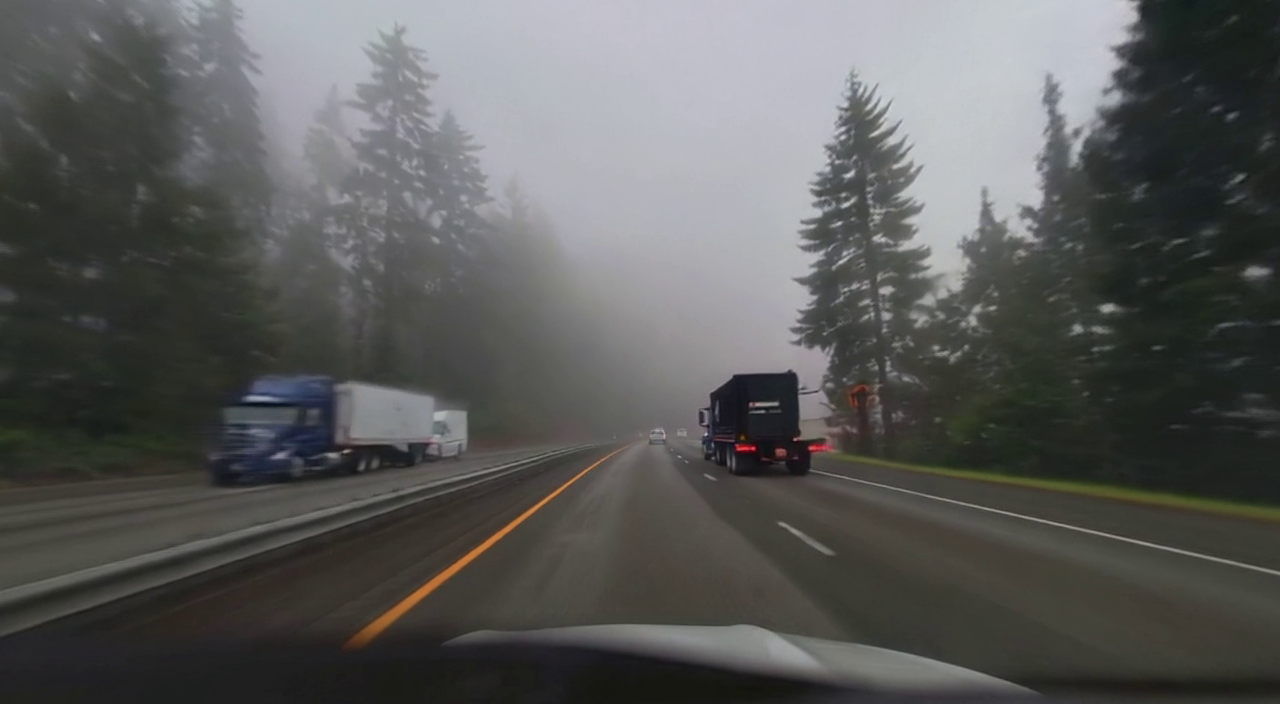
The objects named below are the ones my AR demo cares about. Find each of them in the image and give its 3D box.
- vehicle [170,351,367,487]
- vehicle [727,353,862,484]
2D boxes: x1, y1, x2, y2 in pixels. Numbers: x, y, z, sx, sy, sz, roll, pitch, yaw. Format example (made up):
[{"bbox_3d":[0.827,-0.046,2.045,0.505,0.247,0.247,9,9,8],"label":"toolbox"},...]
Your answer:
[{"bbox_3d":[-12.170,2.340,21.453,3.013,3.979,5.795,0,-8,0],"label":"vehicle"},{"bbox_3d":[4.302,2.027,18.738,2.749,3.357,4.979,0,-8,1],"label":"vehicle"}]
